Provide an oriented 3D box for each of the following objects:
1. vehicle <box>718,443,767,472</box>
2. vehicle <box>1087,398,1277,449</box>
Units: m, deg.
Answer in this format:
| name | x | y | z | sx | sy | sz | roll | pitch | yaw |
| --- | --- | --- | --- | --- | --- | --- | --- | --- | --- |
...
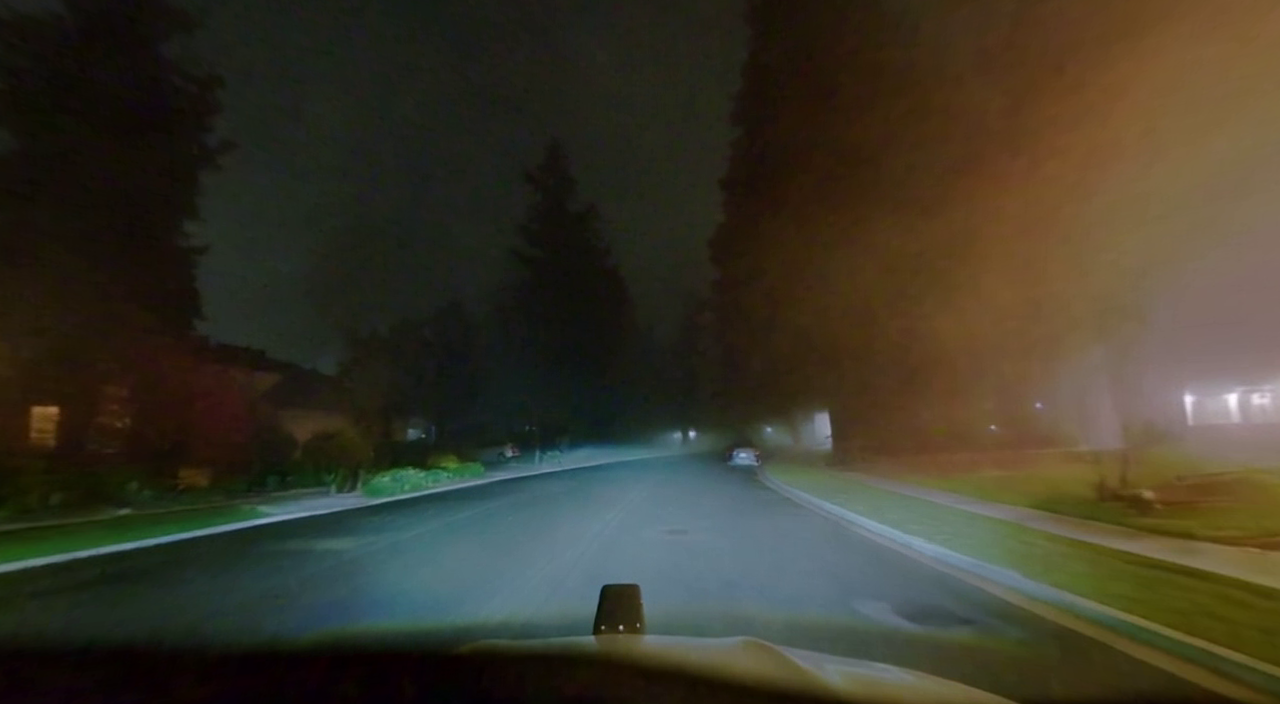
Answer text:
| name | x | y | z | sx | sy | sz | roll | pitch | yaw |
| --- | --- | --- | --- | --- | --- | --- | --- | --- | --- |
| vehicle | 5.731 | 5.982 | 35.932 | 2.088 | 1.522 | 4.449 | 0 | -9 | 1 |
| vehicle | 18.285 | 2.546 | 21.686 | 1.997 | 1.564 | 4.620 | 1 | -9 | -9 |
